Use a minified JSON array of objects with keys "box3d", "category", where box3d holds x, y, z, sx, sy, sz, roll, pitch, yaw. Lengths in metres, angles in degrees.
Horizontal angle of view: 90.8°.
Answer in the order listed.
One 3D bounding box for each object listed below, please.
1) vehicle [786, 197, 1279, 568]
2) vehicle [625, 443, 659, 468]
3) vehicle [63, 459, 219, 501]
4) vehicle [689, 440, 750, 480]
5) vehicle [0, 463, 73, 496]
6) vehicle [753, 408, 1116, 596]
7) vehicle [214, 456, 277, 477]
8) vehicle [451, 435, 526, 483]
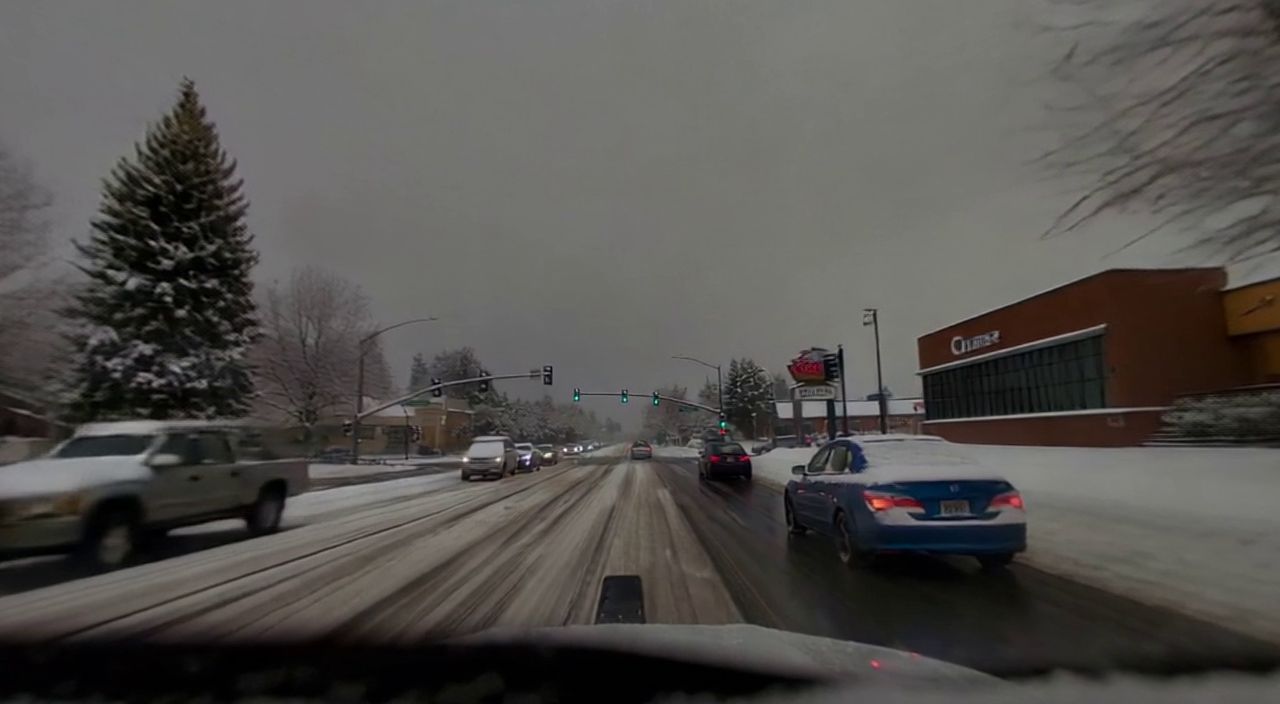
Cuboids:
[{"box3d":[7.039,1.474,15.262,2.899,4.154,16.592,0,-8,-1],"category":"vehicle"},{"box3d":[0.099,6.403,39.184,2.008,1.464,4.052,0,-9,0],"category":"vehicle"},{"box3d":[-20.924,5.339,26.820,2.016,1.486,4.892,-2,-9,14],"category":"vehicle"},{"box3d":[3.156,4.361,25.796,1.842,1.480,4.155,0,-9,-1],"category":"vehicle"},{"box3d":[-31.423,6.307,31.273,4.434,1.531,2.003,4,-9,-24],"category":"vehicle"},{"box3d":[2.981,1.650,7.913,2.174,1.596,4.779,0,-9,-1],"category":"vehicle"},{"box3d":[-30.979,8.997,49.741,3.950,1.536,1.932,4,-10,-27],"category":"vehicle"},{"box3d":[-6.354,4.533,27.068,2.136,1.837,4.669,0,-9,-1],"category":"vehicle"}]
